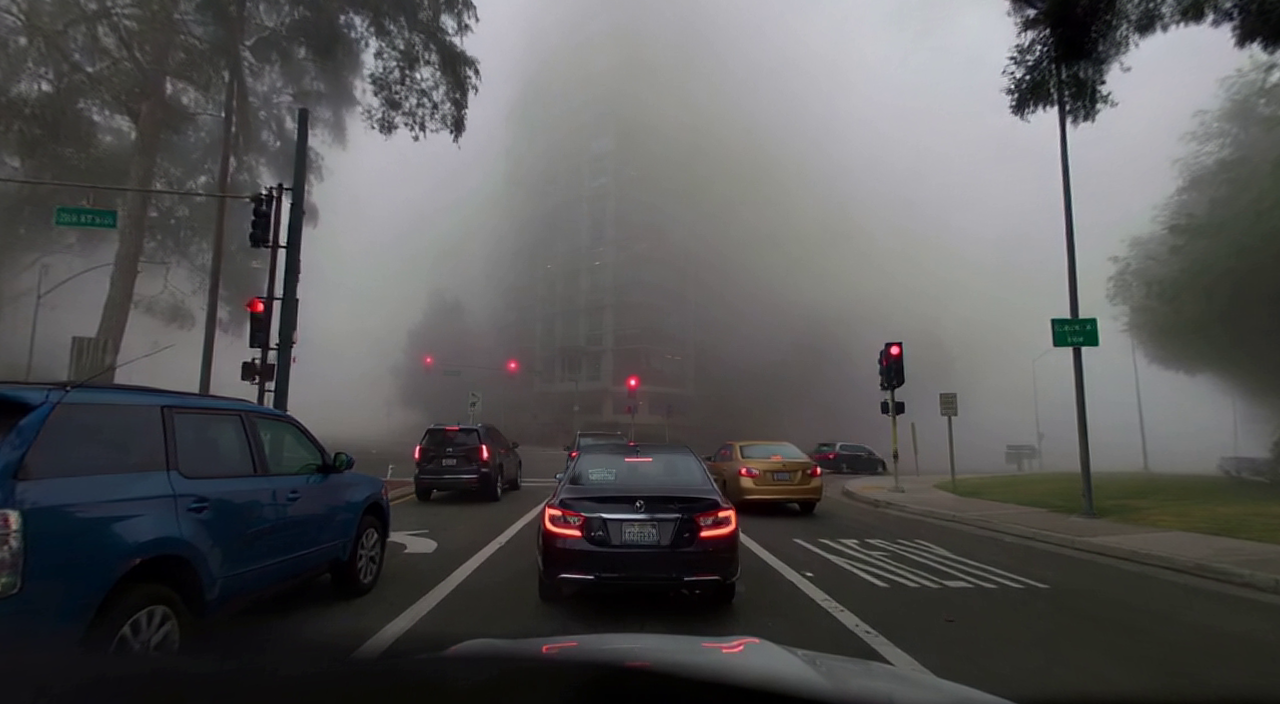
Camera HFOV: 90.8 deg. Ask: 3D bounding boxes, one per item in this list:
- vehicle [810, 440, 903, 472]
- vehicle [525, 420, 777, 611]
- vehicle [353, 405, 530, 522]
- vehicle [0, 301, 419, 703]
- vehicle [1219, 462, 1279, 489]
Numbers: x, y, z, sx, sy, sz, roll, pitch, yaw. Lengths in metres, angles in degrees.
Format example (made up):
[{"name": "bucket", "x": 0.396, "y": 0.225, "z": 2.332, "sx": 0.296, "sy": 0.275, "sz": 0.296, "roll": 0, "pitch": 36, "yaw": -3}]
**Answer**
[{"name": "vehicle", "x": 13.289, "y": 6.413, "z": 39.041, "sx": 4.874, "sy": 1.854, "sz": 2.230, "roll": 1, "pitch": -9, "yaw": -5}, {"name": "vehicle", "x": -0.062, "y": 1.623, "z": 7.297, "sx": 2.001, "sy": 1.483, "sz": 4.442, "roll": 0, "pitch": -8, "yaw": -4}, {"name": "vehicle", "x": -3.888, "y": 2.317, "z": 13.702, "sx": 2.305, "sy": 1.984, "sz": 5.586, "roll": 0, "pitch": -8, "yaw": -3}, {"name": "vehicle", "x": -3.145, "y": 1.009, "z": 4.140, "sx": 1.924, "sy": 1.737, "sz": 4.387, "roll": 0, "pitch": -8, "yaw": -2}, {"name": "vehicle", "x": 38.790, "y": 7.525, "z": 38.564, "sx": 4.737, "sy": 1.572, "sz": 2.026, "roll": -1, "pitch": -8, "yaw": 3}]
